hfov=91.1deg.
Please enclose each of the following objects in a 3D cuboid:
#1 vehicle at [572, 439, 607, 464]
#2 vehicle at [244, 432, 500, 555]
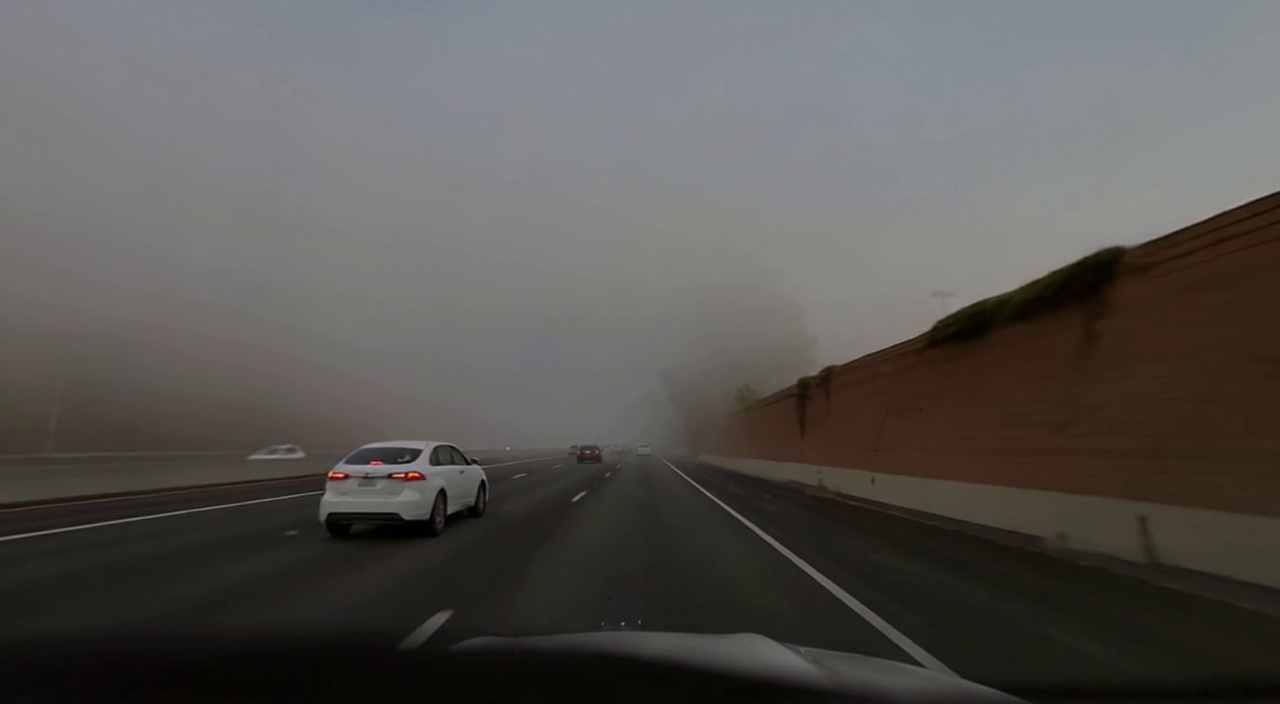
[{"bbox_3d":[-3.512,7.090,44.757,2.036,1.636,4.511,0,-8,1],"label":"vehicle"},{"bbox_3d":[-3.824,2.095,10.133,1.945,1.484,4.803,0,-8,1],"label":"vehicle"}]
